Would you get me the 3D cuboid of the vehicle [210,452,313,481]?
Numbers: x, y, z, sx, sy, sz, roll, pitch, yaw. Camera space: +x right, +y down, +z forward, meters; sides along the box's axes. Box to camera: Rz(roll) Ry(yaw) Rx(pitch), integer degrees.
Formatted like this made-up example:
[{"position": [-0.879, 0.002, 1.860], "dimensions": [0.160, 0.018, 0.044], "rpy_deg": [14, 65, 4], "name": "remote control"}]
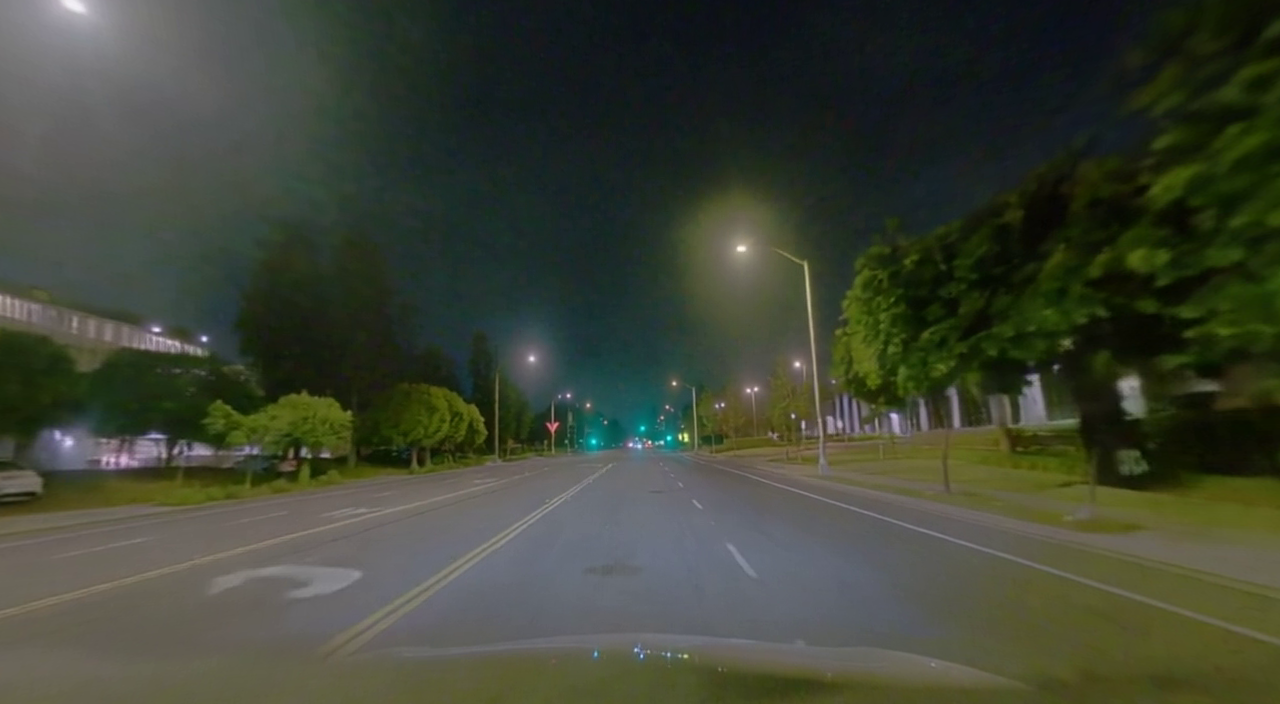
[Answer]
[{"position": [-21.580, 6.497, 36.189], "dimensions": [1.859, 1.461, 4.646], "rpy_deg": [-8, -12, 44], "name": "vehicle"}]
